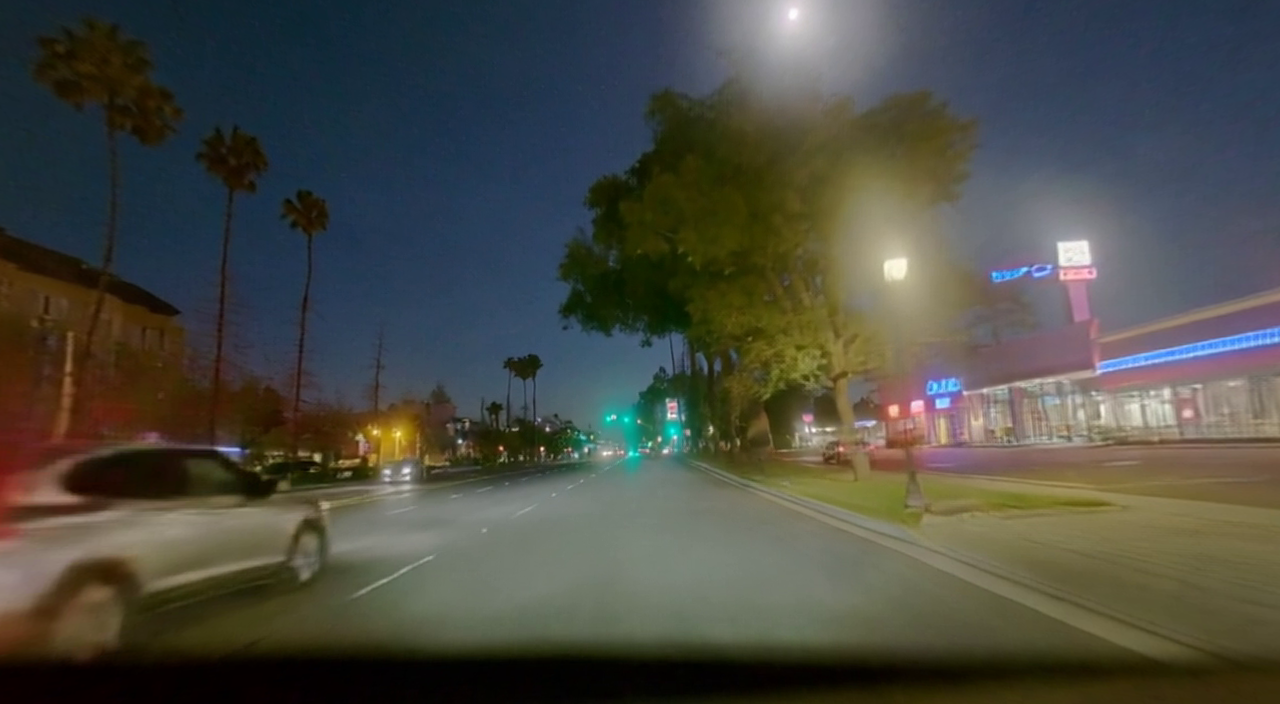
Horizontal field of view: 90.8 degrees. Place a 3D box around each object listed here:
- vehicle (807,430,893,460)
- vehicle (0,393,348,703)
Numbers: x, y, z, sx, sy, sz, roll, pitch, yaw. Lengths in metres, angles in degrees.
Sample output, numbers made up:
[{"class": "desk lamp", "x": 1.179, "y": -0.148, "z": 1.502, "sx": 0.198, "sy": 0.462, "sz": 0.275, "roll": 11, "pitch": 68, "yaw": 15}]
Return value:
[{"class": "vehicle", "x": 13.049, "y": 5.775, "z": 39.416, "sx": 4.577, "sy": 1.750, "sz": 2.115, "roll": 0, "pitch": -8, "yaw": -5}, {"class": "vehicle", "x": -4.276, "y": 1.284, "z": 4.515, "sx": 2.147, "sy": 1.745, "sz": 4.648, "roll": 0, "pitch": -8, "yaw": 0}]
